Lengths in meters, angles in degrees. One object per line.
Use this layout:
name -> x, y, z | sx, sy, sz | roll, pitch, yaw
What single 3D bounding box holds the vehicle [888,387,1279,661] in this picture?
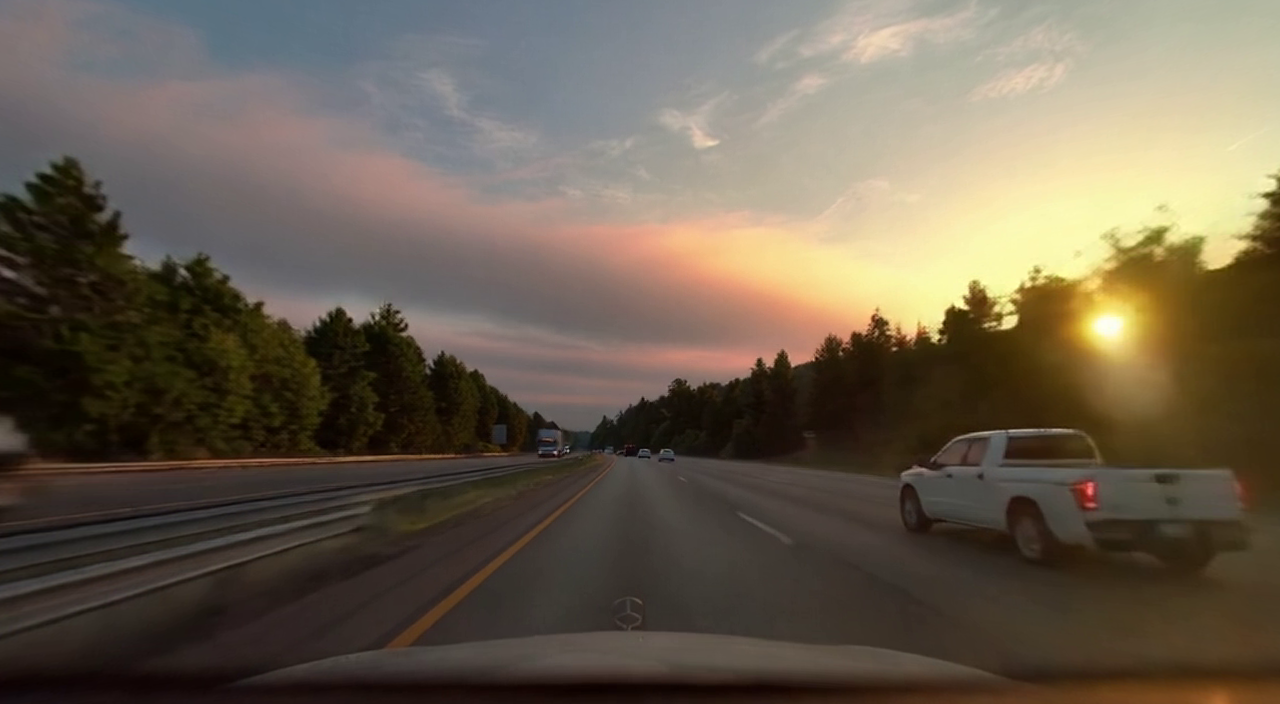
vehicle -> 4.292, 1.381, 6.123 | 1.933, 1.663, 4.440 | 0, -9, 0
